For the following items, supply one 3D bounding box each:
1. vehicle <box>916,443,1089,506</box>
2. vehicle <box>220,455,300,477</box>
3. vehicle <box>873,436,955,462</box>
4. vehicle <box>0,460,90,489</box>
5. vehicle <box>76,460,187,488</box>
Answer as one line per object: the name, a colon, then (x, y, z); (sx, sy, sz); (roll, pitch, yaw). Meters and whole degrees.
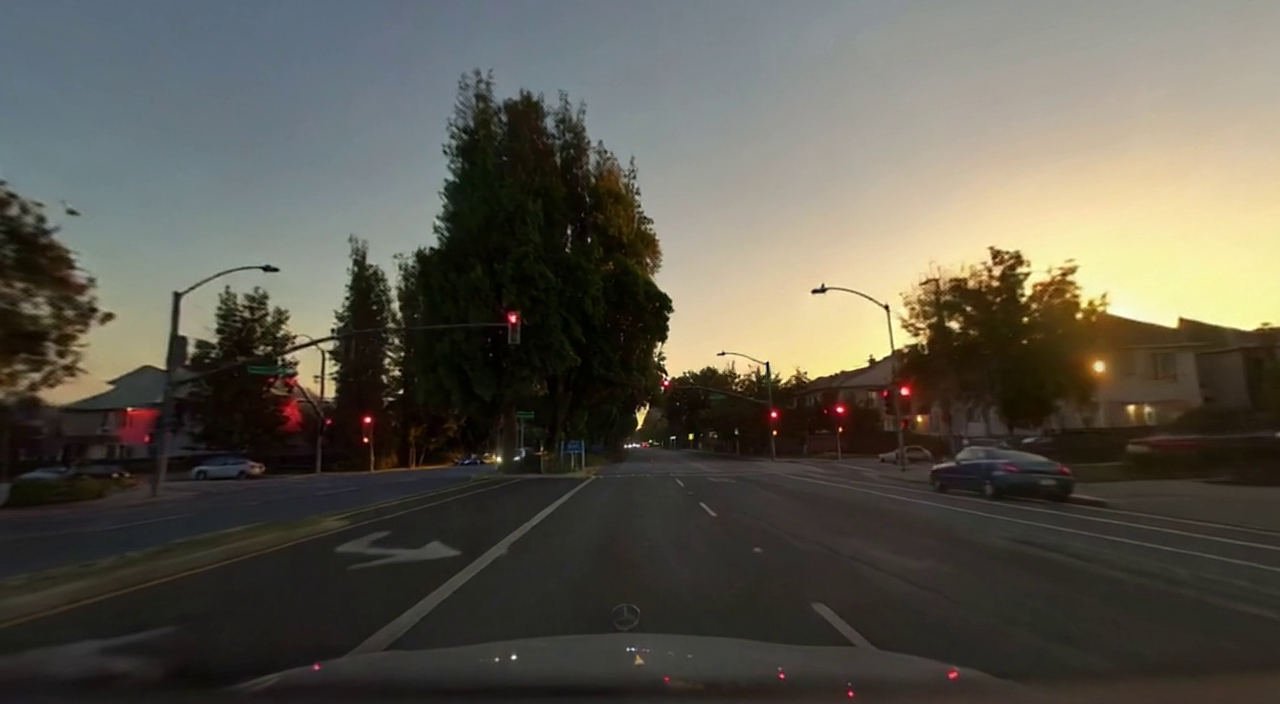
vehicle: (9.802, 3.317, 17.658); (1.918, 1.483, 4.813); (0, -9, -1)
vehicle: (-27.977, 8.396, 46.649); (4.665, 1.494, 1.850); (0, -9, -3)
vehicle: (20.241, 7.166, 46.746); (5.021, 1.780, 2.191); (0, -9, -3)
vehicle: (-35.488, 7.189, 37.074); (4.563, 1.451, 2.046); (-2, -8, 1)
vehicle: (-29.454, 7.045, 36.679); (4.692, 1.476, 1.946); (0, -9, -2)
